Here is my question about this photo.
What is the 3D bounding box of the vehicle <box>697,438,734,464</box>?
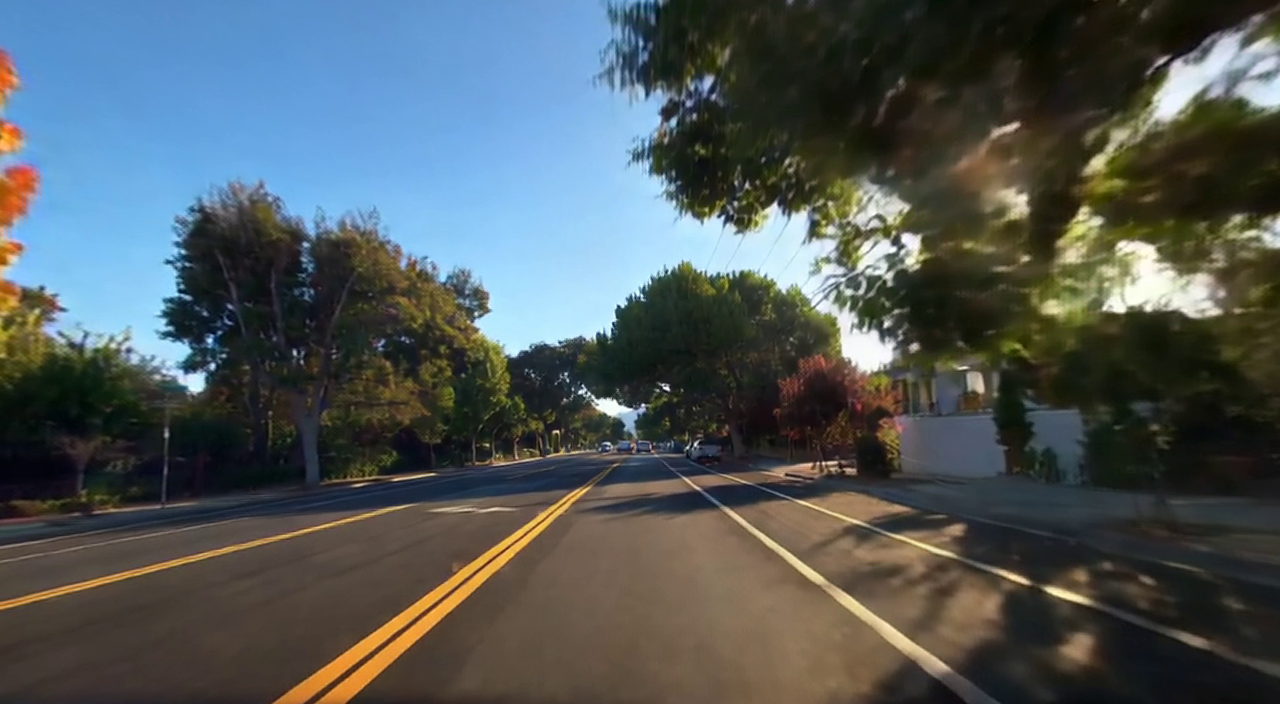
[{"bbox_3d":[5.552,7.343,46.874,2.160,1.800,4.646,0,-8,-1],"label":"vehicle"}]
